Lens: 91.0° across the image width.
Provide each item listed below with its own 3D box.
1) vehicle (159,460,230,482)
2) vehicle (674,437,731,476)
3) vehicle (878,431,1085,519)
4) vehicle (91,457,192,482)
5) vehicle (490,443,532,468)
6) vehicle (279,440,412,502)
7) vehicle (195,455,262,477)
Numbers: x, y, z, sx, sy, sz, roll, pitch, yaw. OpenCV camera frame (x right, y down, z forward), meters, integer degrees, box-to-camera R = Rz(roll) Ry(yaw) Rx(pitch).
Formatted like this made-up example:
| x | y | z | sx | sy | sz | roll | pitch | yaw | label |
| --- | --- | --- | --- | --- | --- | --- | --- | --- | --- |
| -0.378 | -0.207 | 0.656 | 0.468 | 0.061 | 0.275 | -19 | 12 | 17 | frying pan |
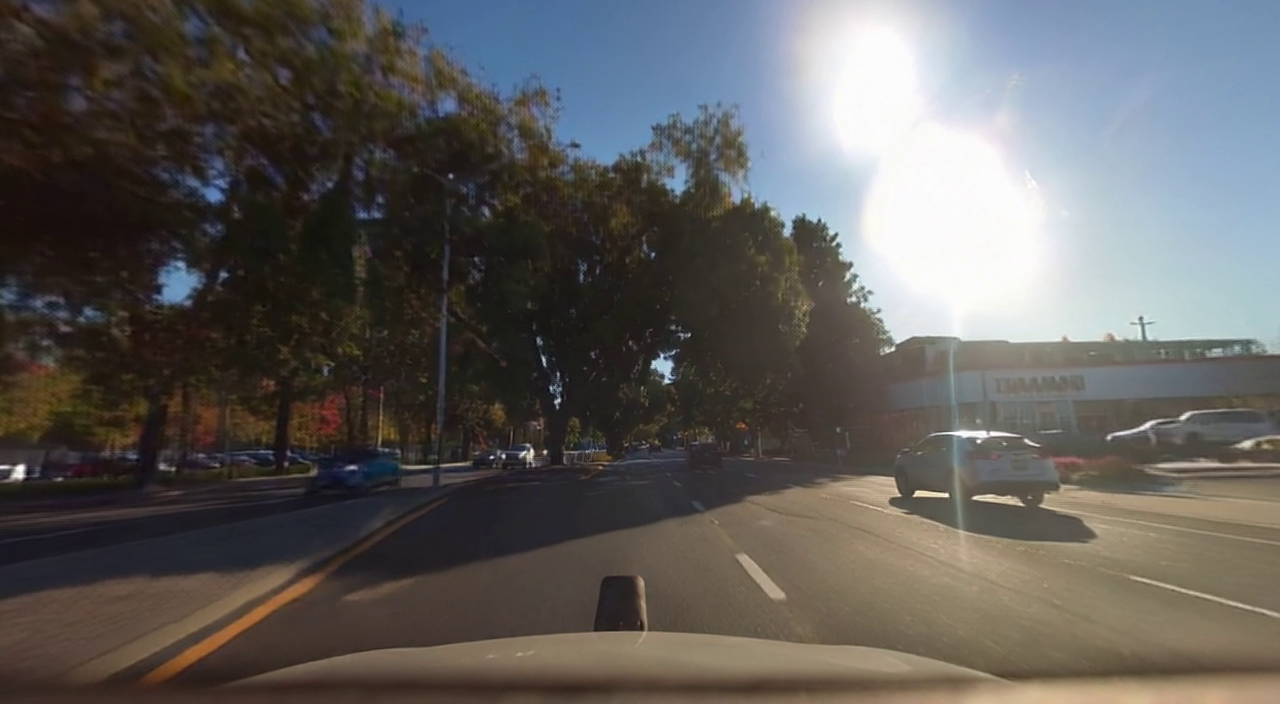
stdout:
| x | y | z | sx | sy | sz | roll | pitch | yaw | label |
| --- | --- | --- | --- | --- | --- | --- | --- | --- | --- |
| -29.262 | 7.835 | 41.421 | 3.281 | 1.321 | 1.809 | 0 | -8 | 2 | vehicle |
| 2.823 | 4.863 | 29.441 | 2.161 | 1.676 | 4.151 | 0 | -9 | -1 | vehicle |
| 6.770 | 2.467 | 13.122 | 1.886 | 1.528 | 4.169 | 0 | -9 | -2 | vehicle |
| -30.375 | 7.140 | 38.401 | 4.598 | 1.447 | 1.772 | 0 | -8 | 0 | vehicle |
| -9.480 | 7.636 | 46.594 | 2.160 | 1.785 | 4.280 | 0 | -9 | 0 | vehicle |
| -9.055 | 3.665 | 19.856 | 2.024 | 1.699 | 4.363 | 0 | -9 | 0 | vehicle |
| -28.777 | 7.977 | 44.038 | 3.453 | 1.405 | 1.745 | 0 | -8 | 2 | vehicle |
